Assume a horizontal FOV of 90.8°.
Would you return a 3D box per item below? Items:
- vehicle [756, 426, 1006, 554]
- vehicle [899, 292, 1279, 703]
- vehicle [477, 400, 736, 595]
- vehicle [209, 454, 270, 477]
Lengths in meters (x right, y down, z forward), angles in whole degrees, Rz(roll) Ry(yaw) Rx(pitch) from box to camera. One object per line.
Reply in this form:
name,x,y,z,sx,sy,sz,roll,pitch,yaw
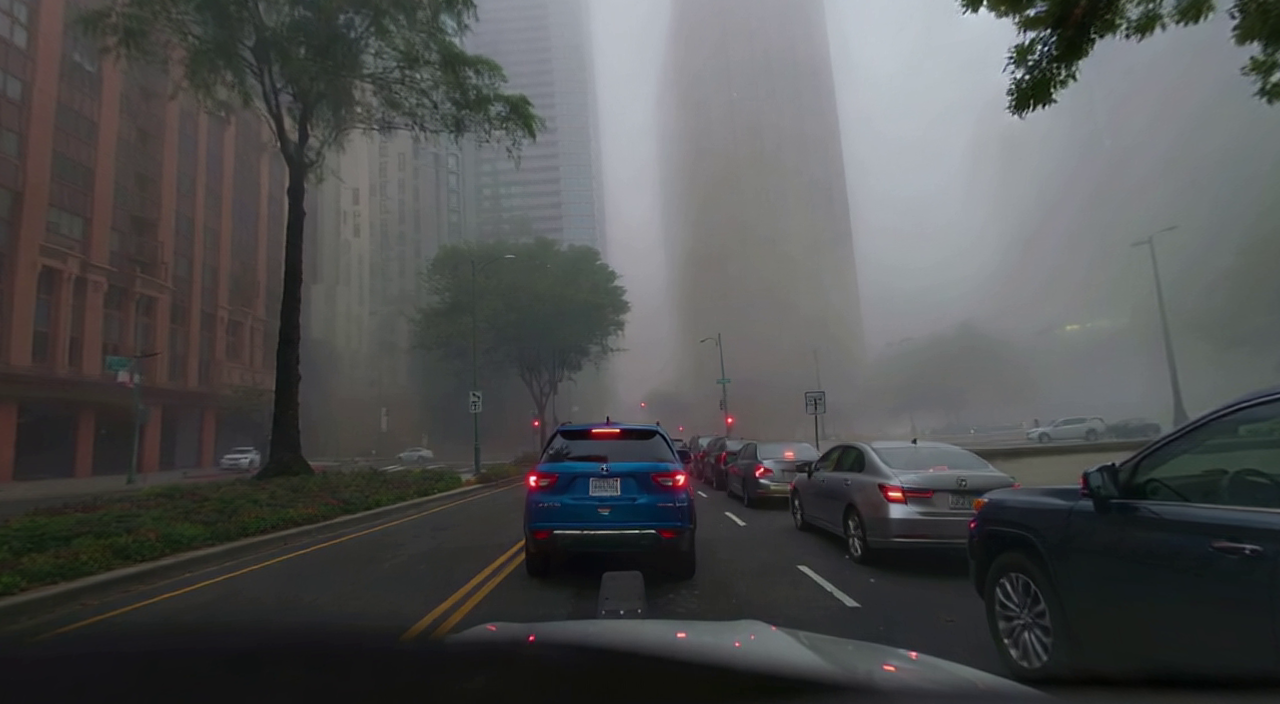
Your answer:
vehicle,3.281,1.983,9.826,1.941,1.482,4.632,0,-9,-2
vehicle,2.994,0.749,2.258,2.063,1.760,4.664,0,-9,-1
vehicle,-0.342,1.578,7.639,2.249,1.684,4.084,0,-9,-2
vehicle,-27.917,7.891,44.237,1.967,1.428,4.832,1,-9,-12
